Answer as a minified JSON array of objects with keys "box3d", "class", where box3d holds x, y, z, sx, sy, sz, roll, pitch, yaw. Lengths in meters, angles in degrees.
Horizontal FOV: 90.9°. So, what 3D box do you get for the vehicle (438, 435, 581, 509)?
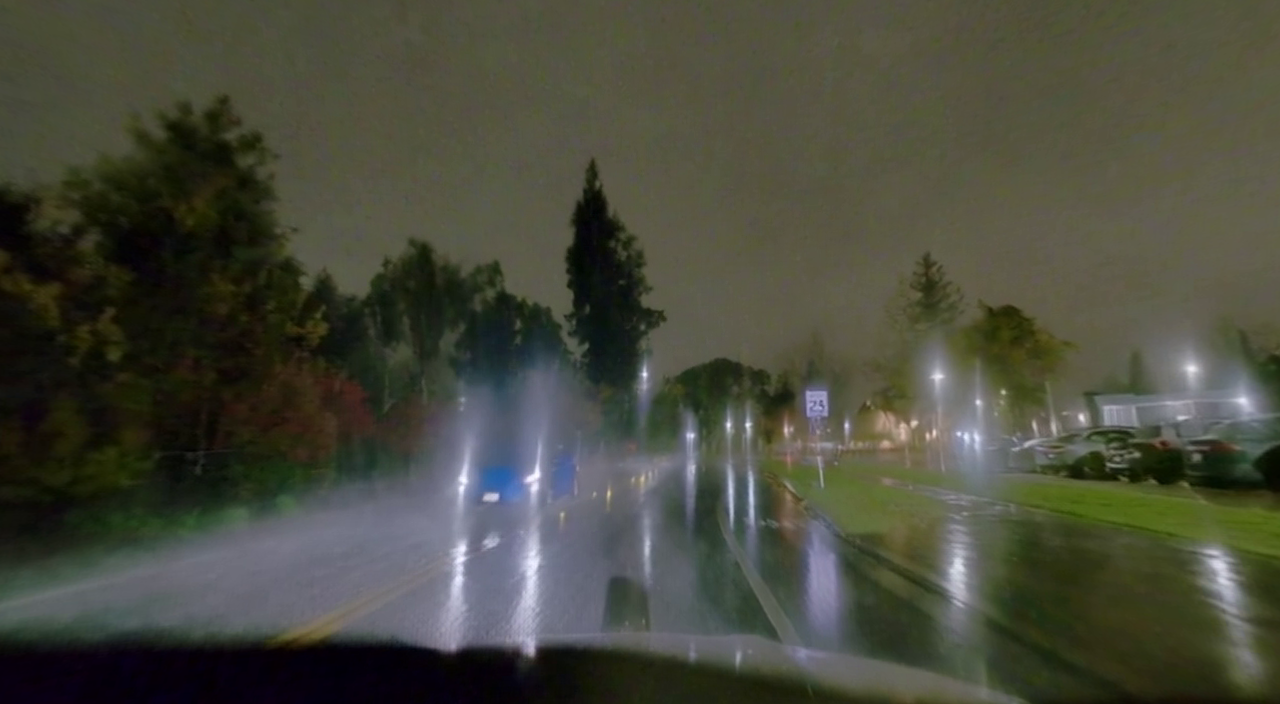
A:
[{"box3d":[-2.905,2.799,15.156,2.190,1.499,4.209,-1,-9,6],"class":"vehicle"}]
